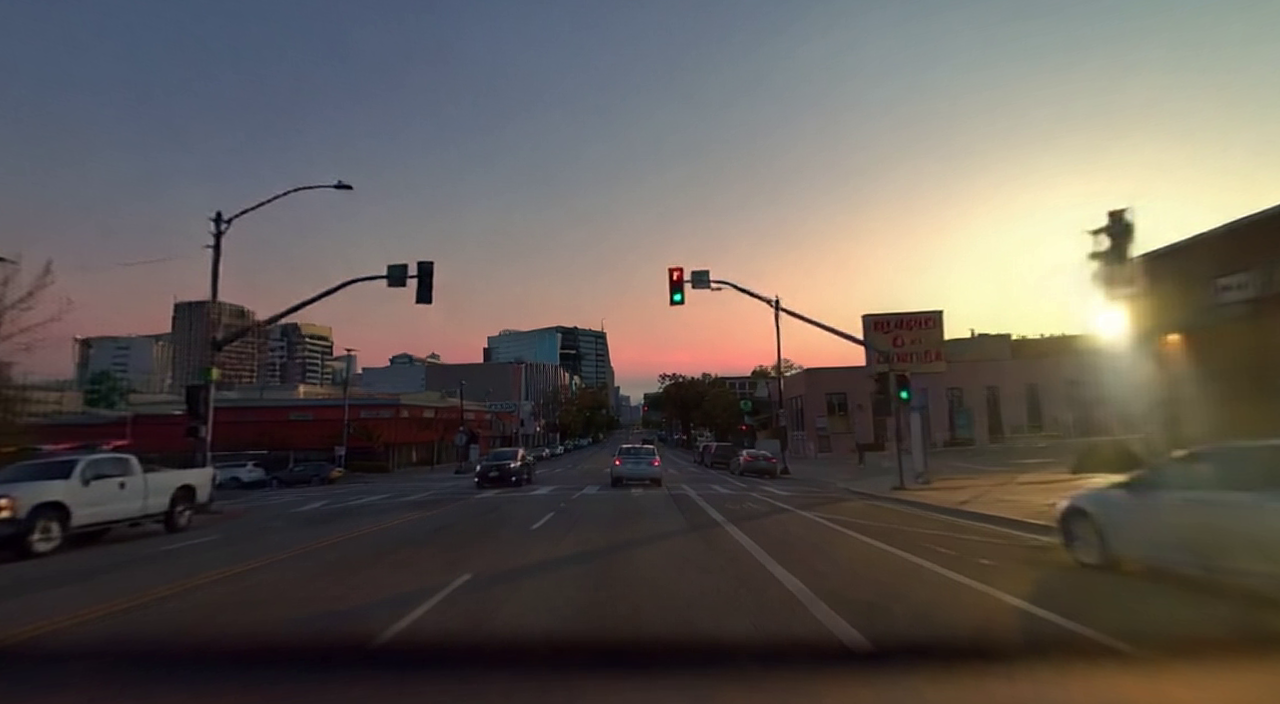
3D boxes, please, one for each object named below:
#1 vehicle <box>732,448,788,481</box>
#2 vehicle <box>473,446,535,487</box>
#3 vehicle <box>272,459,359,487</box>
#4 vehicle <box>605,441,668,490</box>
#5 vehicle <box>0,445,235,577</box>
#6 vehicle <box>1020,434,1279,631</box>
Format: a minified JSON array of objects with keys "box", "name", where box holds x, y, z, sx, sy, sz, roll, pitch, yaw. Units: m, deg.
[{"box":[5.914,5.585,31.699,1.859,1.470,4.476,0,-8,-1],"name":"vehicle"},{"box":[-6.148,5.192,29.034,1.918,1.679,4.209,0,-9,0],"name":"vehicle"},{"box":[-19.986,7.501,39.028,4.212,1.641,1.935,-1,-13,2],"name":"vehicle"},{"box":[-0.108,4.047,22.952,2.086,1.575,4.205,0,-8,0],"name":"vehicle"},{"box":[-11.181,2.913,12.644,2.240,2.052,5.872,0,-8,0],"name":"vehicle"},{"box":[5.719,1.494,5.674,1.824,1.466,4.345,0,-9,-1],"name":"vehicle"}]
